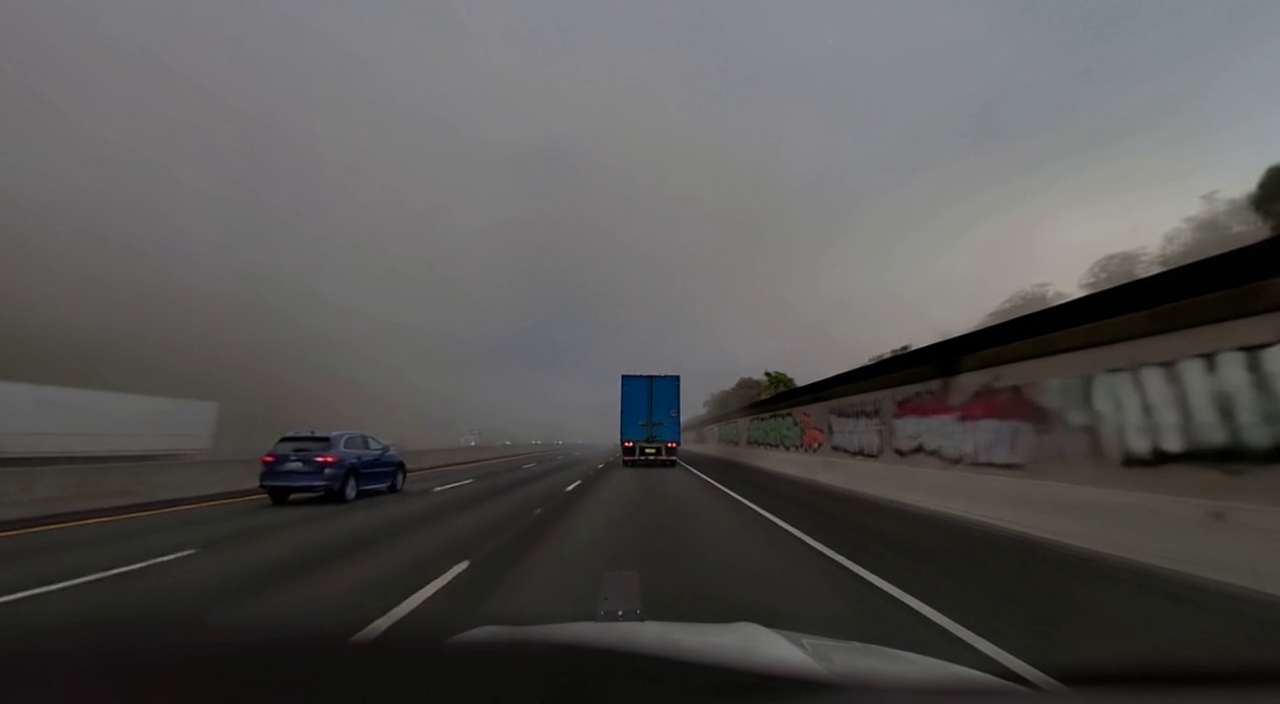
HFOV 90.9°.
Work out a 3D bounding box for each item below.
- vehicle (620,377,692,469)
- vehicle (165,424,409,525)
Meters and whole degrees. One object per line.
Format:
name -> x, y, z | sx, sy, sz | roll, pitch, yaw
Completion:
vehicle -> 0.511, 3.618, 31.244 | 2.921, 3.765, 10.773 | 0, -8, -1
vehicle -> -6.281, 2.192, 12.015 | 1.982, 1.535, 4.519 | 0, -8, 1
